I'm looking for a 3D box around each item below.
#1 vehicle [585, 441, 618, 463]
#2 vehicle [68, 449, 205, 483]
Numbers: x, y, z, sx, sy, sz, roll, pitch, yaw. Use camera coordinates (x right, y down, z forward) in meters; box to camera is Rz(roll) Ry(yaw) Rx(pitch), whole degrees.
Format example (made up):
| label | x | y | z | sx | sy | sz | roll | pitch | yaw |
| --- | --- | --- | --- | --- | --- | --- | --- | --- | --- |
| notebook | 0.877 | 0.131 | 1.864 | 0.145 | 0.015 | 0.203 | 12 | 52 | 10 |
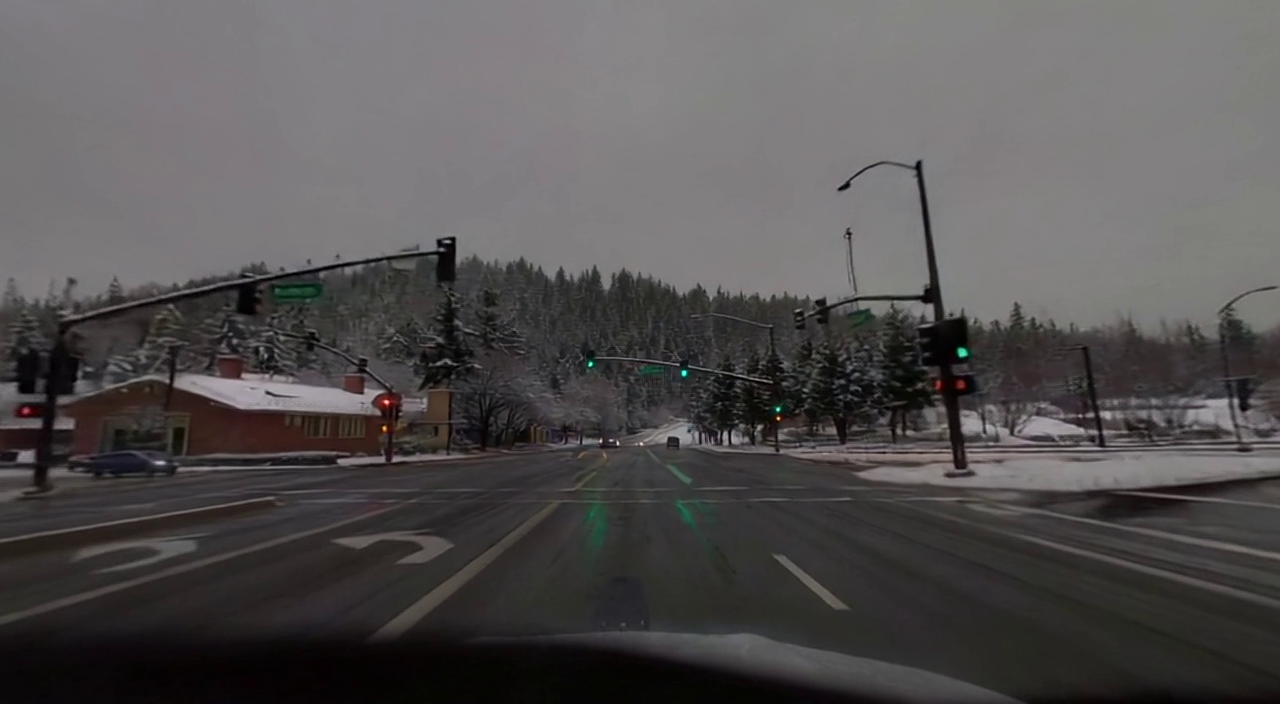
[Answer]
| label | x | y | z | sx | sy | sz | roll | pitch | yaw |
| --- | --- | --- | --- | --- | --- | --- | --- | --- | --- |
| vehicle | -2.961 | 7.869 | 49.499 | 1.723 | 1.522 | 3.791 | -5 | -10 | 8 |
| vehicle | -22.181 | 5.013 | 27.867 | 4.518 | 1.423 | 1.888 | -1 | -8 | 4 |
